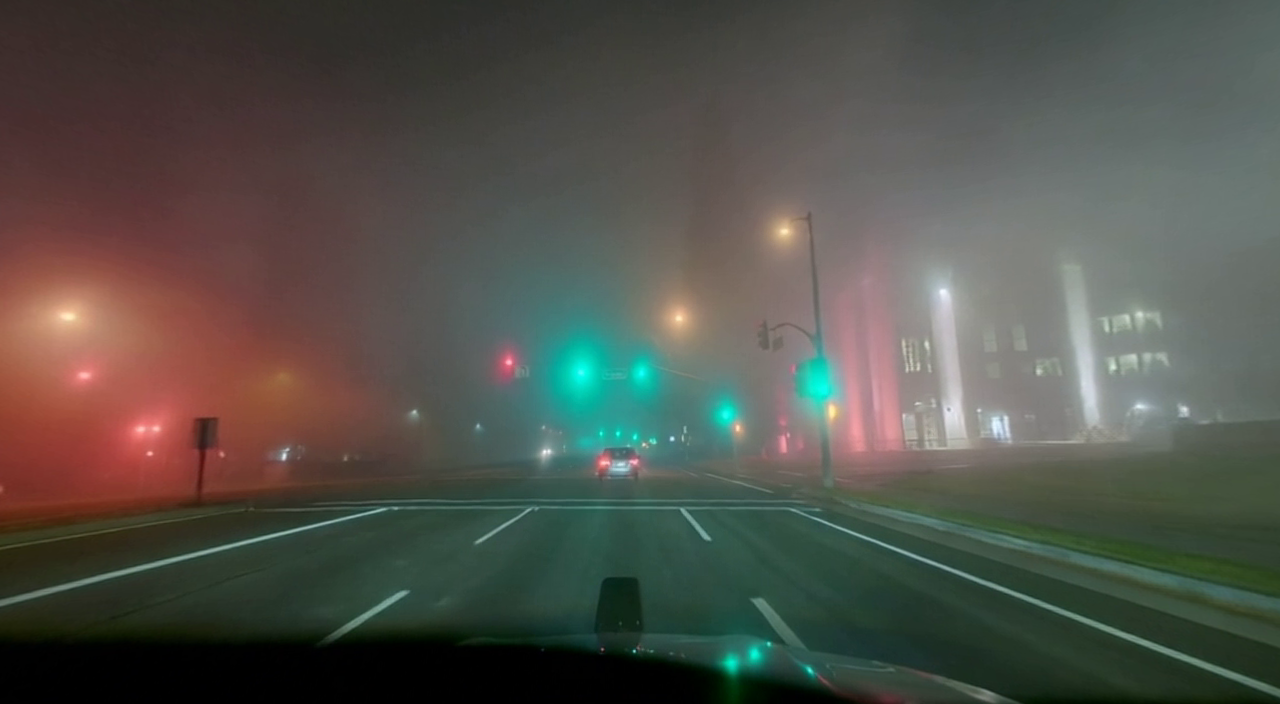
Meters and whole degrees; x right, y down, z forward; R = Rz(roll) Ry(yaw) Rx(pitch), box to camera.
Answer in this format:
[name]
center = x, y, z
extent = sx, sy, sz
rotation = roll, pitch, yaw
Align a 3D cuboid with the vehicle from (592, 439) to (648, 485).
[vehicle]
center = -0.813, 4.440, 25.869
extent = 2.130, 1.711, 4.038
rotation = 0, -9, -2
